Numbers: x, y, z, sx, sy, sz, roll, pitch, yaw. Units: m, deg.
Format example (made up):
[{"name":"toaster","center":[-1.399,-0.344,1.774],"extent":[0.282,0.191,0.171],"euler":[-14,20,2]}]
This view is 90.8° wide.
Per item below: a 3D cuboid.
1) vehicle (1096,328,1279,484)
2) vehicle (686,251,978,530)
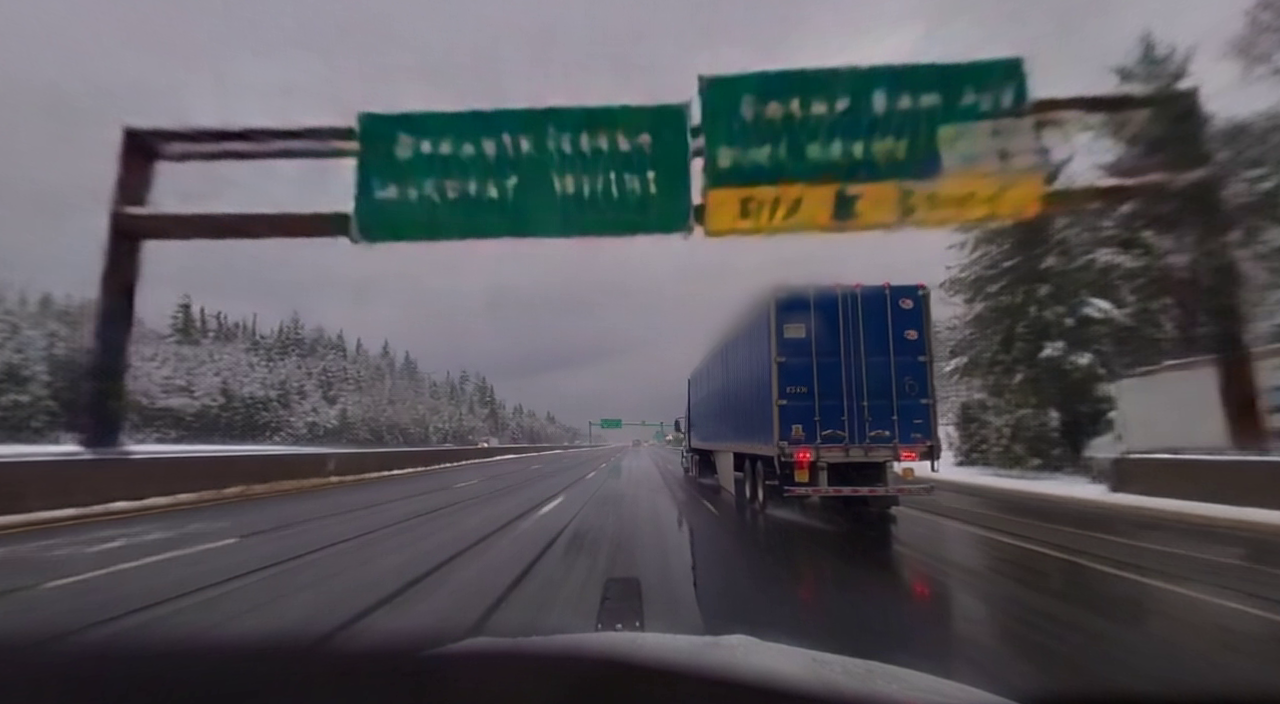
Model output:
[{"name":"vehicle","center":[21.519,1.589,18.727],"extent":[4.916,4.592,13.750],"euler":[1,-10,-4]},{"name":"vehicle","center":[3.387,1.752,17.556],"extent":[2.743,4.160,16.408],"euler":[0,-9,-1]}]
